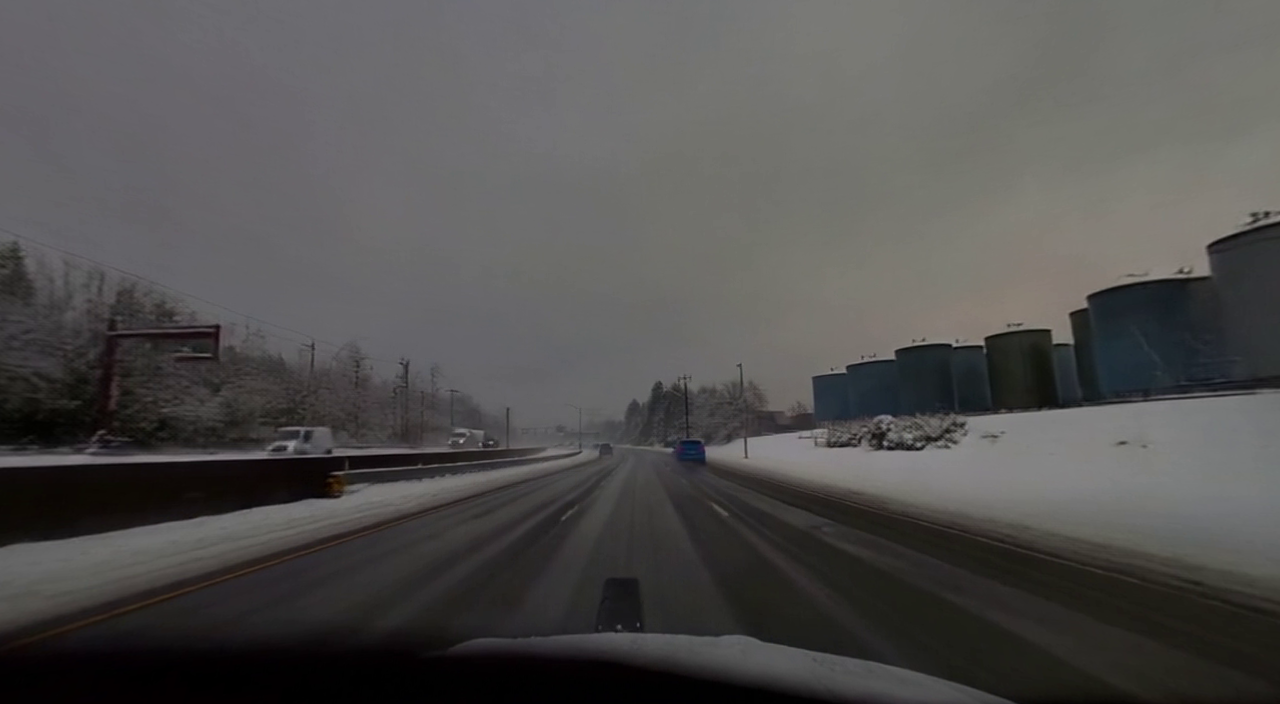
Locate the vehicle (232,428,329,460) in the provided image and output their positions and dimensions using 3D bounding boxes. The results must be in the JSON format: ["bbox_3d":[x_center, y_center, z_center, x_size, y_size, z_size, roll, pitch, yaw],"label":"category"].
[{"bbox_3d":[-18.152,4.683,32.068,2.023,1.509,4.540,-1,-9,4],"label":"vehicle"}]

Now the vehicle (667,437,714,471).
[{"bbox_3d":[2.858,5.934,36.817,2.296,1.790,5.067,0,-9,-1],"label":"vehicle"}]
